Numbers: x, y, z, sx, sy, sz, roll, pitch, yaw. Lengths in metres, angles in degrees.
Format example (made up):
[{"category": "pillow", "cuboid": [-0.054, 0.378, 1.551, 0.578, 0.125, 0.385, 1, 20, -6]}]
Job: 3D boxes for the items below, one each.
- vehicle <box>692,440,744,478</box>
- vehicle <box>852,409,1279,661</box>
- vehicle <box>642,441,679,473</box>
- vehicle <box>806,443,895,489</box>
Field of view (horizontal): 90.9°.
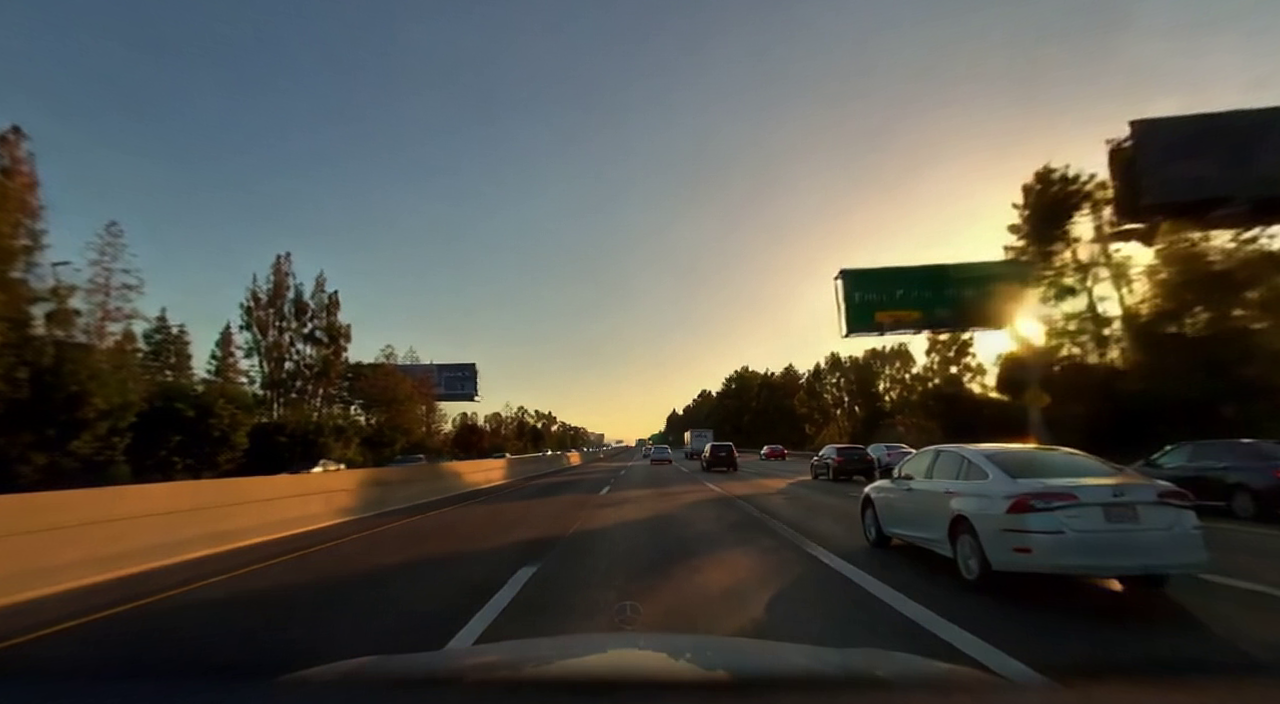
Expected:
[{"category": "vehicle", "cuboid": [4.035, 5.592, 33.369, 2.075, 1.845, 4.667, 0, -8, -1]}, {"category": "vehicle", "cuboid": [3.911, 1.495, 6.336, 1.989, 1.609, 4.355, 0, -8, 0]}, {"category": "vehicle", "cuboid": [1.200, 6.438, 38.884, 2.145, 1.832, 4.004, -1, -8, 1]}, {"category": "vehicle", "cuboid": [7.735, 4.199, 23.665, 1.807, 1.558, 4.352, 0, -8, 0]}]
